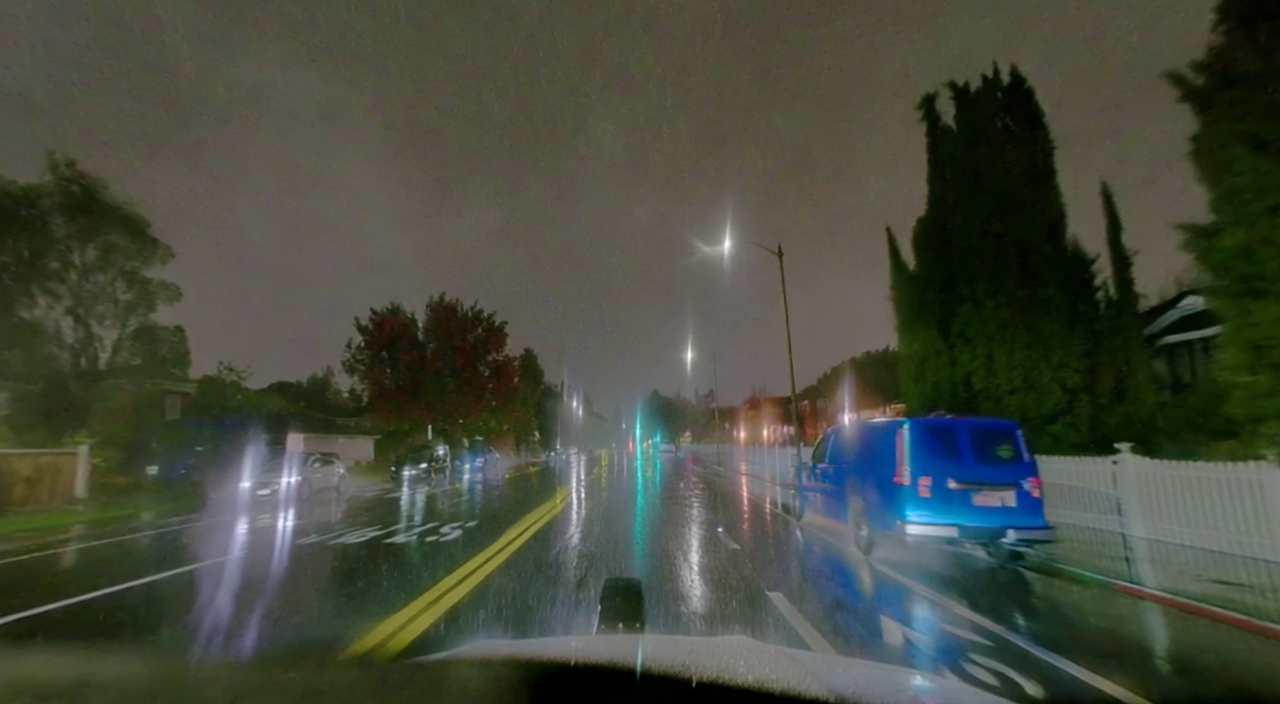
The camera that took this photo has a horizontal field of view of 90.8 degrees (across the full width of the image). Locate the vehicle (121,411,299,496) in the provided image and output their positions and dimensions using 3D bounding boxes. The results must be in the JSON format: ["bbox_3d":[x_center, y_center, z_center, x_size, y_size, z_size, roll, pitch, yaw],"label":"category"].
[{"bbox_3d":[-17.995,4.309,27.100,2.725,3.122,6.348,-2,-9,5],"label":"vehicle"}]

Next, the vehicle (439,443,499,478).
[{"bbox_3d":[-11.071,7.025,41.404,2.241,1.944,5.709,-4,-8,0],"label":"vehicle"}]

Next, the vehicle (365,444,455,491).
[{"bbox_3d":[-11.102,5.578,31.065,2.341,1.835,5.570,-3,-7,0],"label":"vehicle"}]

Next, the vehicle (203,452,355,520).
[{"bbox_3d":[-11.282,4.156,20.228,2.186,1.532,4.751,-5,-7,-1],"label":"vehicle"}]

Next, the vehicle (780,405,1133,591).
[{"bbox_3d":[3.941,1.949,9.499,2.407,1.926,5.615,0,-9,0],"label":"vehicle"}]
